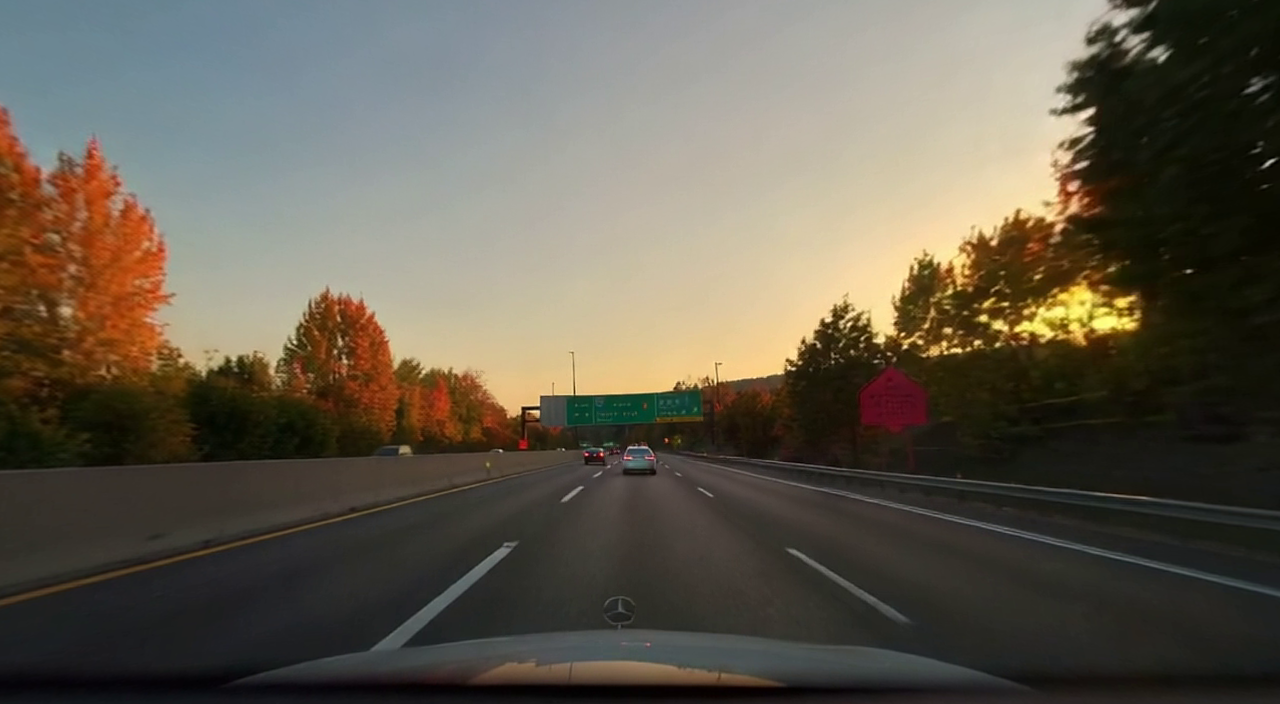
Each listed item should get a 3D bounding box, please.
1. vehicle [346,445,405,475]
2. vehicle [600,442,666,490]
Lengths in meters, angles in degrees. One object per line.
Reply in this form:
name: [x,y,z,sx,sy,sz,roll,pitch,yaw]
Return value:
vehicle: [-16.850,6.869,40.112,1.936,1.768,4.216,-1,-9,0]
vehicle: [-0.258,3.899,21.798,2.066,1.490,3.759,0,-9,-1]
